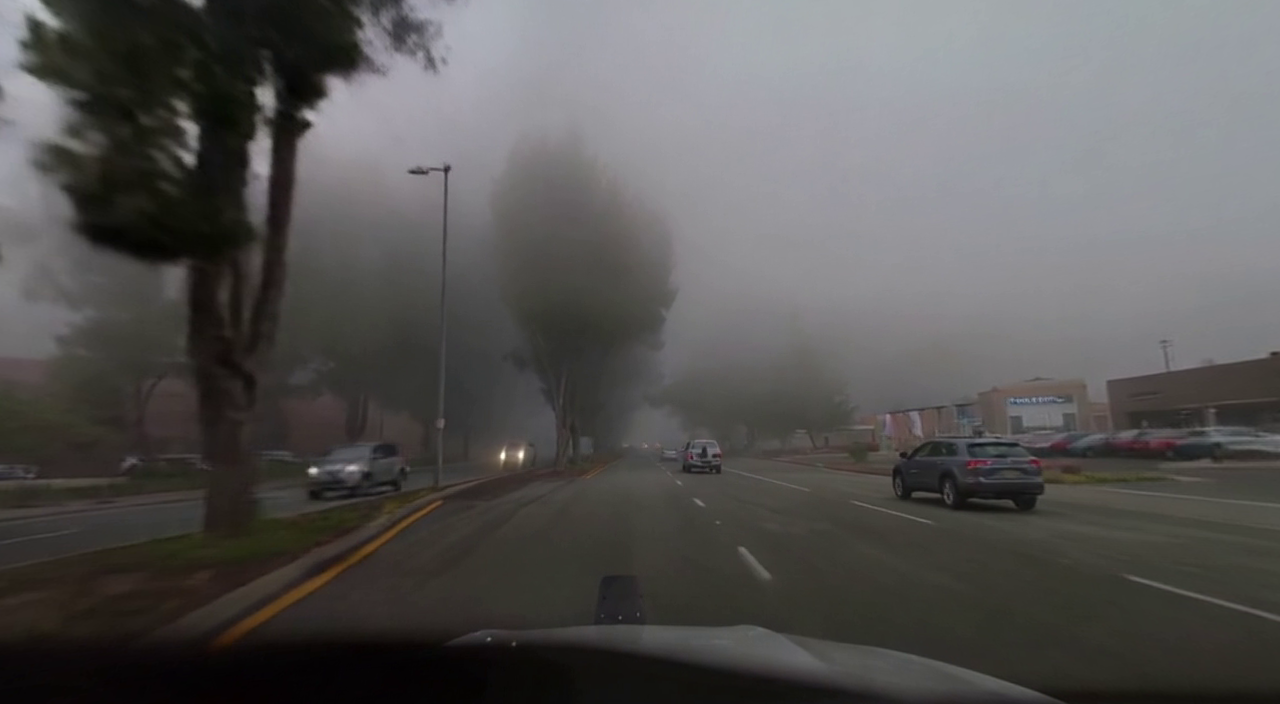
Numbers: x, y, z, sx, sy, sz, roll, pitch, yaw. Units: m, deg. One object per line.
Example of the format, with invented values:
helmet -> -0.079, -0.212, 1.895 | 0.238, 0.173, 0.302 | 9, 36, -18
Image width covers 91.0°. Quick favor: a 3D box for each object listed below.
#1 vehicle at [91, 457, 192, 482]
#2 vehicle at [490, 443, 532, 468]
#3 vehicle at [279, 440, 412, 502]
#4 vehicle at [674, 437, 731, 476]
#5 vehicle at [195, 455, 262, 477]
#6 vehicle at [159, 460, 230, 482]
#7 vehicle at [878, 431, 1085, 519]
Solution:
vehicle -> -30.375, 7.140, 38.401 | 4.598, 1.447, 1.772 | 0, -8, 0
vehicle -> -9.480, 7.636, 46.594 | 2.160, 1.785, 4.280 | 0, -9, 0
vehicle -> -9.055, 3.665, 19.856 | 2.024, 1.699, 4.363 | 0, -9, 0
vehicle -> 2.823, 4.863, 29.441 | 2.161, 1.676, 4.151 | 0, -9, -1
vehicle -> -28.777, 7.977, 44.038 | 3.453, 1.405, 1.745 | 0, -8, 2
vehicle -> -29.262, 7.835, 41.421 | 3.281, 1.321, 1.809 | 0, -8, 2
vehicle -> 6.770, 2.467, 13.122 | 1.886, 1.528, 4.169 | 0, -9, -2
